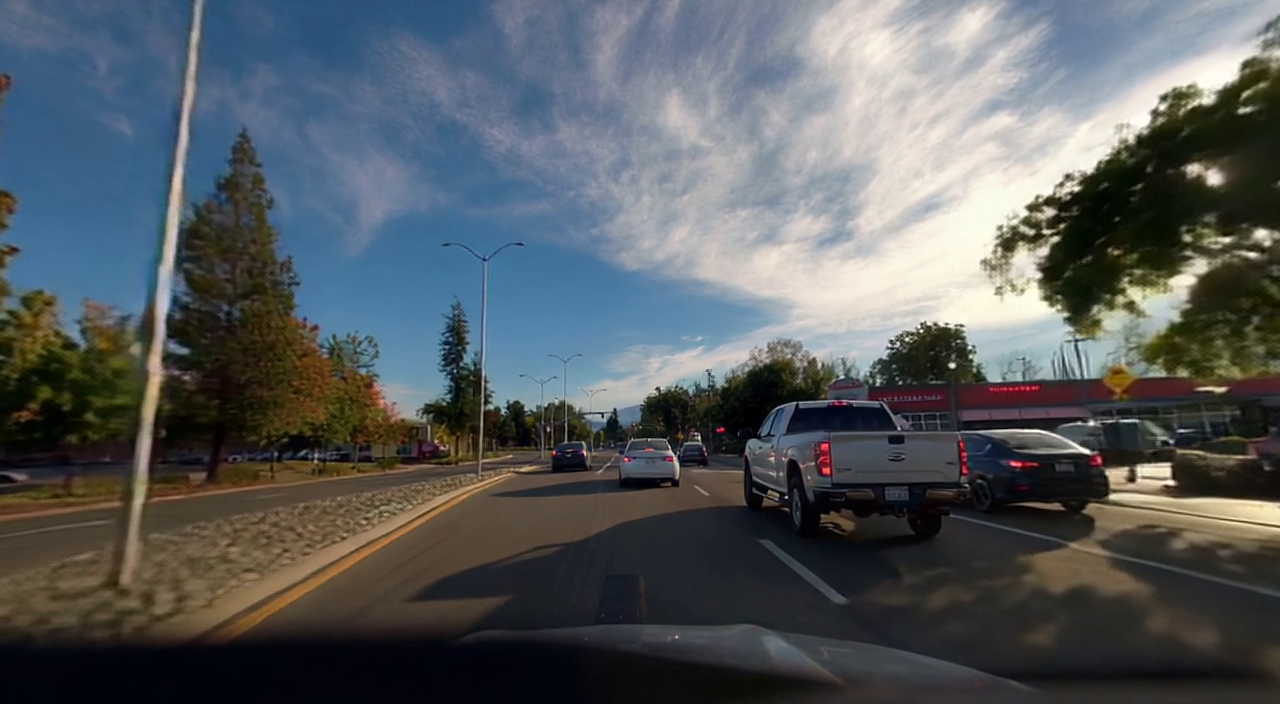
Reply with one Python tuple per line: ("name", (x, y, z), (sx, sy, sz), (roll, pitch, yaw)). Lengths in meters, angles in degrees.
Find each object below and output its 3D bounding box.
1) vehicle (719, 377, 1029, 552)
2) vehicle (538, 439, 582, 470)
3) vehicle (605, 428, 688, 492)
("vehicle", (3.234, 1.806, 10.728), (2.731, 2.101, 6.047), (1, -8, -3))
("vehicle", (-3.980, 5.207, 32.069), (1.960, 1.475, 4.161), (1, -9, -4))
("vehicle", (0.126, 3.097, 18.351), (2.145, 1.650, 4.021), (0, -8, -1))
